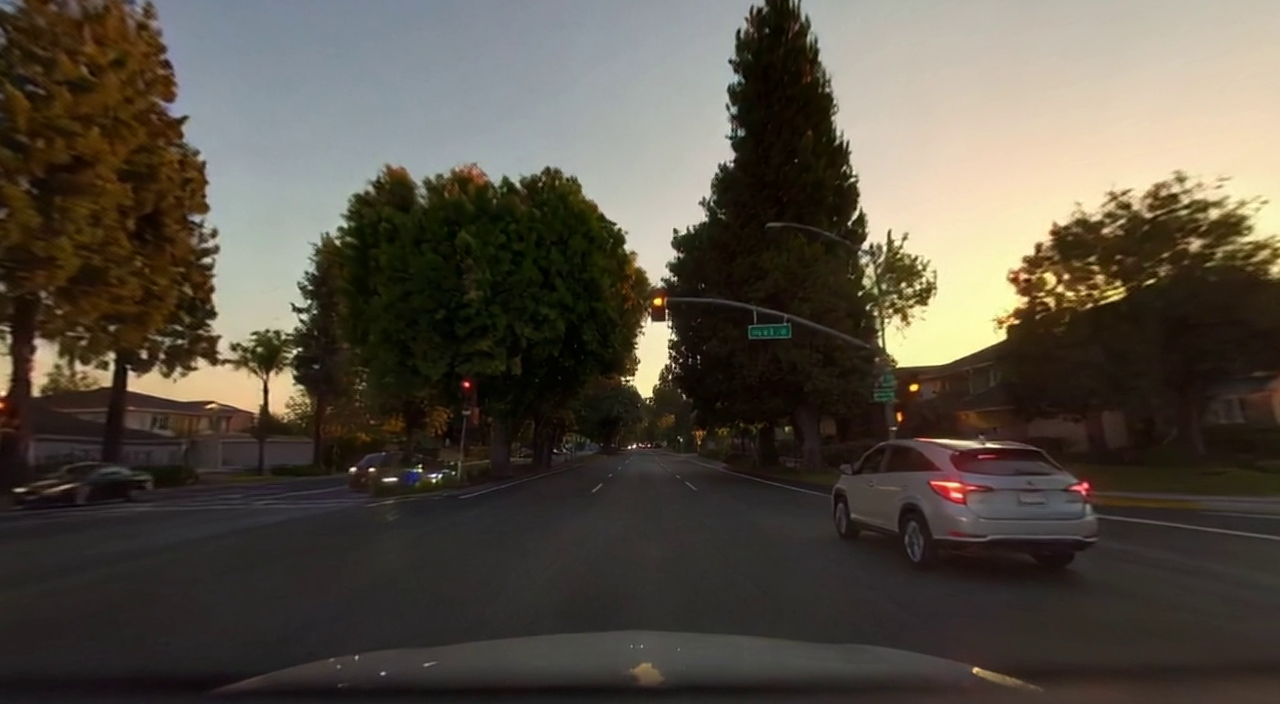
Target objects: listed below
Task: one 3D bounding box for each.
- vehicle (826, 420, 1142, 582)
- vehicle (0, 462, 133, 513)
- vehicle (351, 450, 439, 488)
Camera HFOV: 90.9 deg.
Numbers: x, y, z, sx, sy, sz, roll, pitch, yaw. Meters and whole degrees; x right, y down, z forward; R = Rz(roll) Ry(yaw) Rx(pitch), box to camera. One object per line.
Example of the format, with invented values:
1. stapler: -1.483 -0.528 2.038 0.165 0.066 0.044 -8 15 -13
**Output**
1. vehicle: 3.972 1.757 8.136 2.018 1.591 3.564 0 -9 0
2. vehicle: -20.723 4.679 22.185 1.844 1.494 4.706 0 -9 0
3. vehicle: -10.339 4.933 26.970 2.029 1.453 4.188 0 -9 1
